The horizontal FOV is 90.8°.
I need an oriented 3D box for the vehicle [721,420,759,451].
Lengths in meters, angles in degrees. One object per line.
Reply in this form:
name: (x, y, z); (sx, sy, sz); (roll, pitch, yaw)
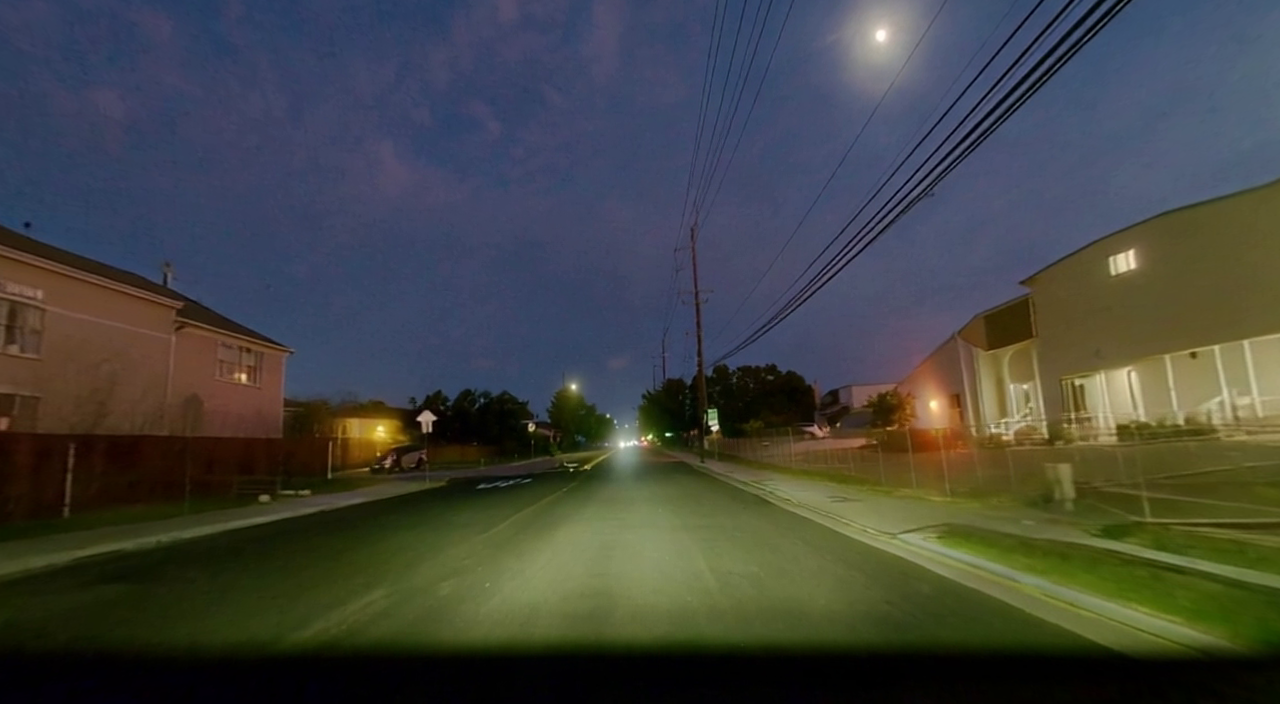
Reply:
vehicle: (7.818, 6.605, 49.813); (2.169, 2.325, 4.759); (0, -9, 0)

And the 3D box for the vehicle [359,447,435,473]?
vehicle: (-17.189, 7.613, 44.827); (4.556, 1.767, 2.023); (1, -9, -4)
